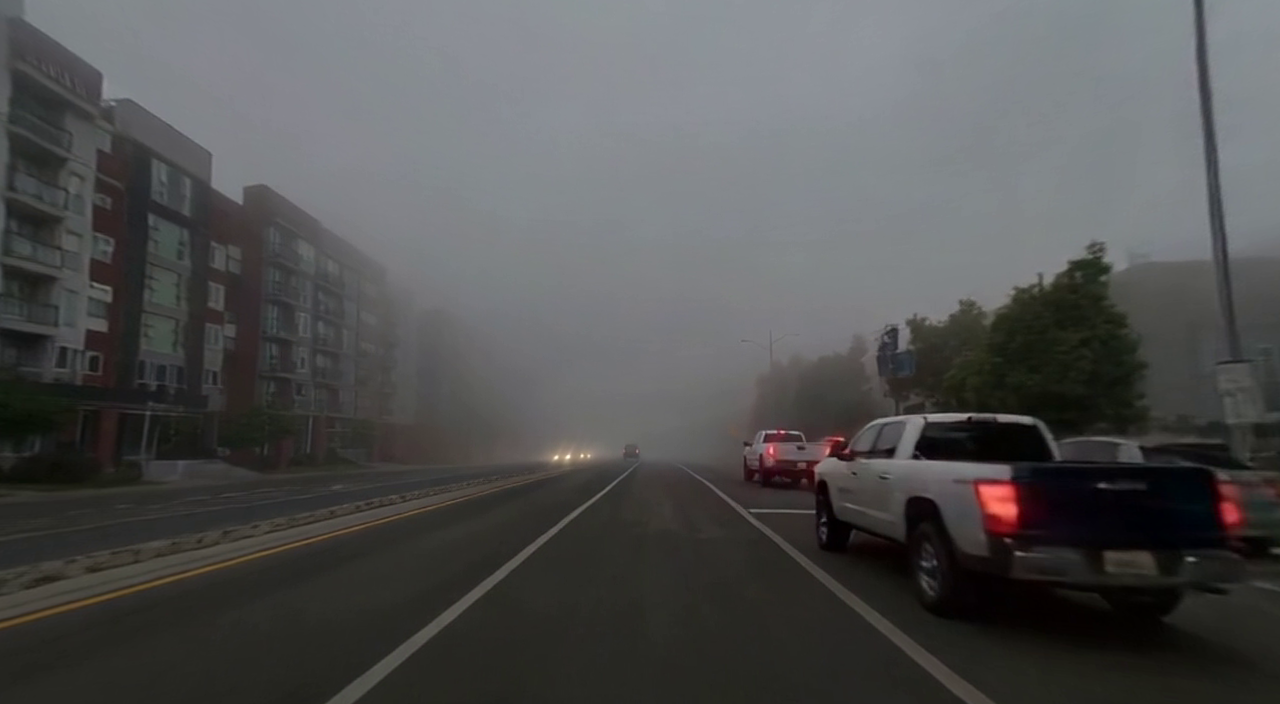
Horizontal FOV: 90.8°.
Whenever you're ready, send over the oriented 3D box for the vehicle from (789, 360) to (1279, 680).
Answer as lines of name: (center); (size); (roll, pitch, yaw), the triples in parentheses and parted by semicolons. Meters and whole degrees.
vehicle: (3.092, 1.318, 6.182); (2.130, 1.787, 5.126); (0, -9, 2)
